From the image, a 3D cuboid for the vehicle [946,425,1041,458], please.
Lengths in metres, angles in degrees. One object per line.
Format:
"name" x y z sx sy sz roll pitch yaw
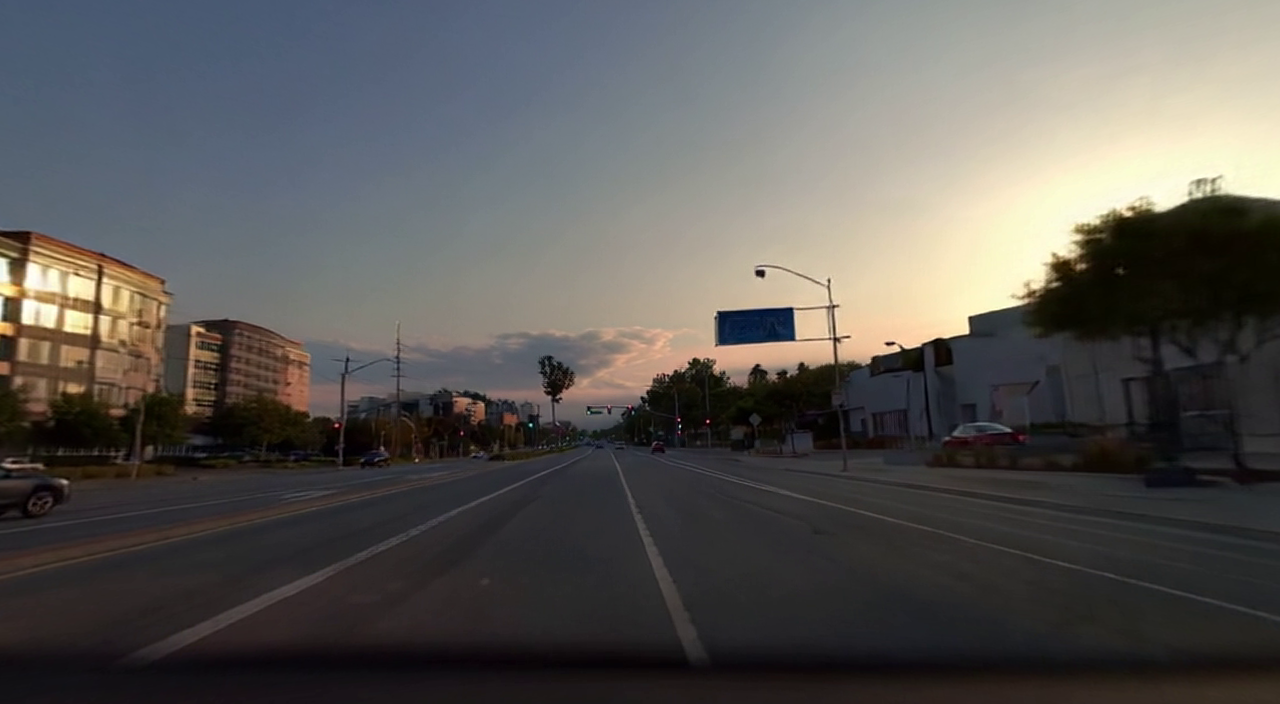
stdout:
"vehicle" 16.973 4.337 30.611 1.812 1.467 4.411 0 -8 -4
